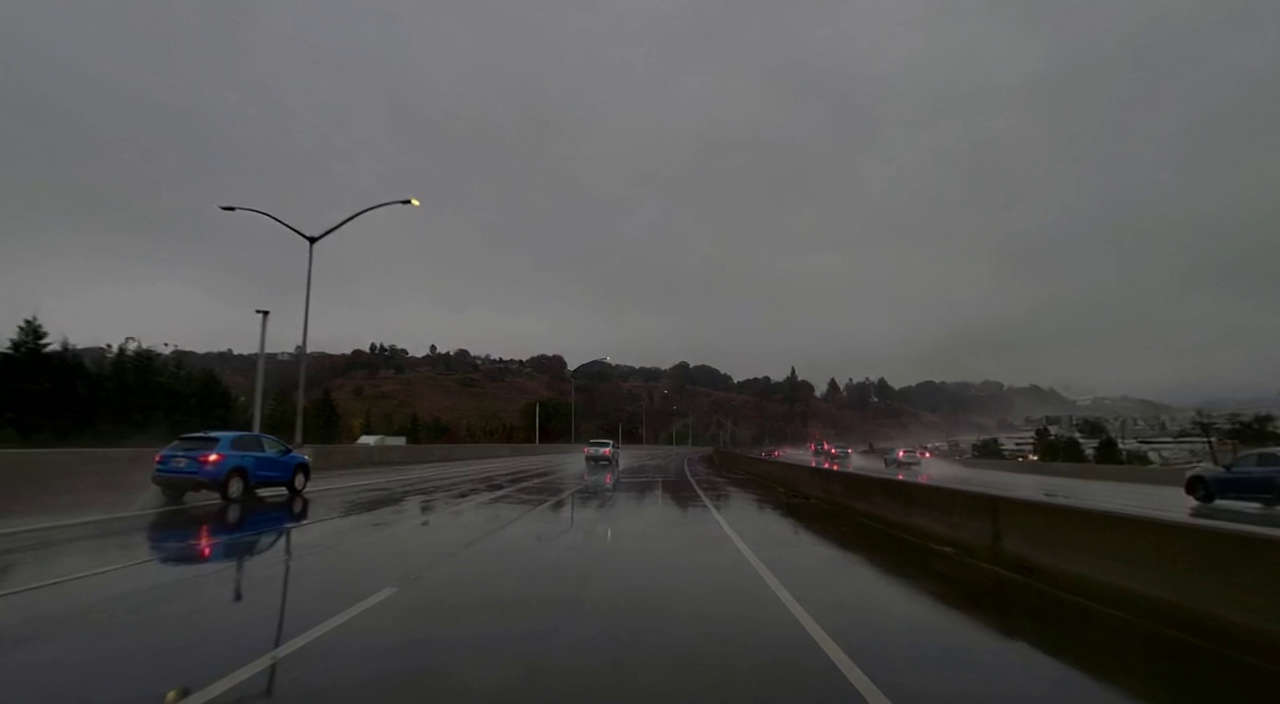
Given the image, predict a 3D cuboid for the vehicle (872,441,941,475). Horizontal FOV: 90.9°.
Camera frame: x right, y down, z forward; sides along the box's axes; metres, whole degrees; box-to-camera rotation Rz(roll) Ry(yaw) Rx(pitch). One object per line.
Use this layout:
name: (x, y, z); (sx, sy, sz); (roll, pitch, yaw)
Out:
vehicle: (13.118, 5.213, 31.340); (1.786, 1.559, 4.496); (-1, -8, 5)

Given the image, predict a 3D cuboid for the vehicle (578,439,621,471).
vehicle: (-2.391, 6.202, 38.085); (2.028, 1.782, 4.150); (-1, -8, 5)

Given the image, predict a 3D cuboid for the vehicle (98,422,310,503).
vehicle: (-10.819, 2.770, 16.216); (2.039, 1.746, 4.528); (-1, -8, 3)
